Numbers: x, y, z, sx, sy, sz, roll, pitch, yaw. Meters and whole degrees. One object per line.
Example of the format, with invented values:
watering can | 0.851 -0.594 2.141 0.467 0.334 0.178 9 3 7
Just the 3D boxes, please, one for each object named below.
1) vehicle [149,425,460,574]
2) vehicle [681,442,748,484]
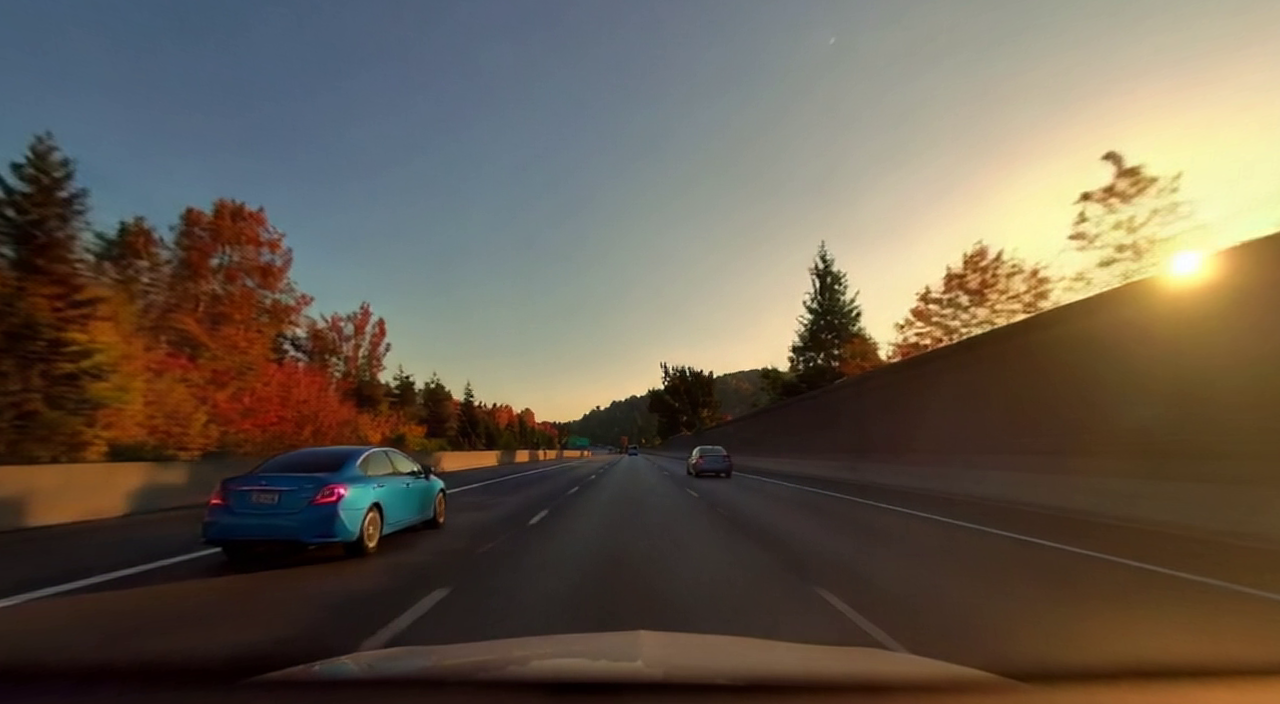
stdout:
vehicle | -4.201 1.904 8.947 2.010 1.550 4.376 0 -9 0
vehicle | 3.037 4.651 26.704 2.146 1.573 4.661 0 -9 -1
